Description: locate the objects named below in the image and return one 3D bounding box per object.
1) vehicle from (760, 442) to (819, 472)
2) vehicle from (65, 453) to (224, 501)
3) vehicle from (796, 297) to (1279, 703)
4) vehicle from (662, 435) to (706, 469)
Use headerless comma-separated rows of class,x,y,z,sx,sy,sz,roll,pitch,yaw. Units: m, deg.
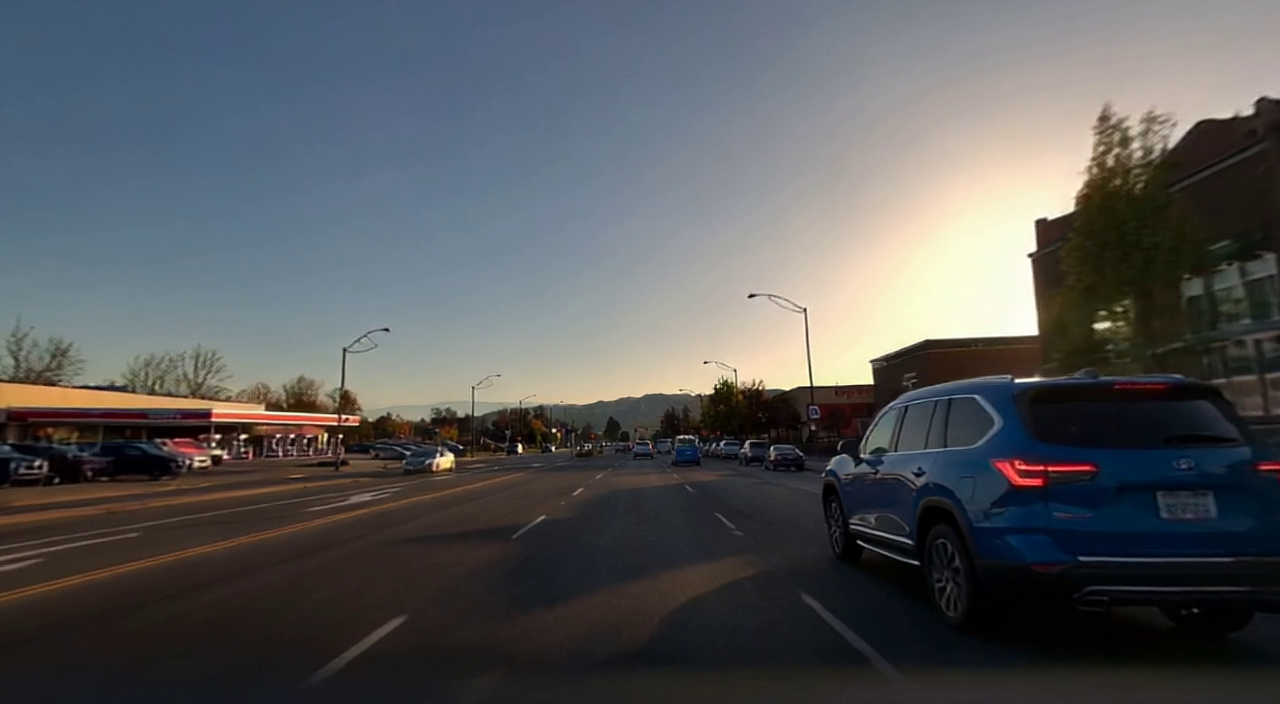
vehicle,7.657,5.407,32.634,1.895,1.437,4.890,0,-9,0
vehicle,-17.315,4.351,22.291,1.962,1.496,4.431,0,-9,1
vehicle,3.022,1.073,5.155,2.246,1.963,4.777,0,-9,0
vehicle,2.555,6.011,37.813,2.317,1.857,5.150,0,-9,1
